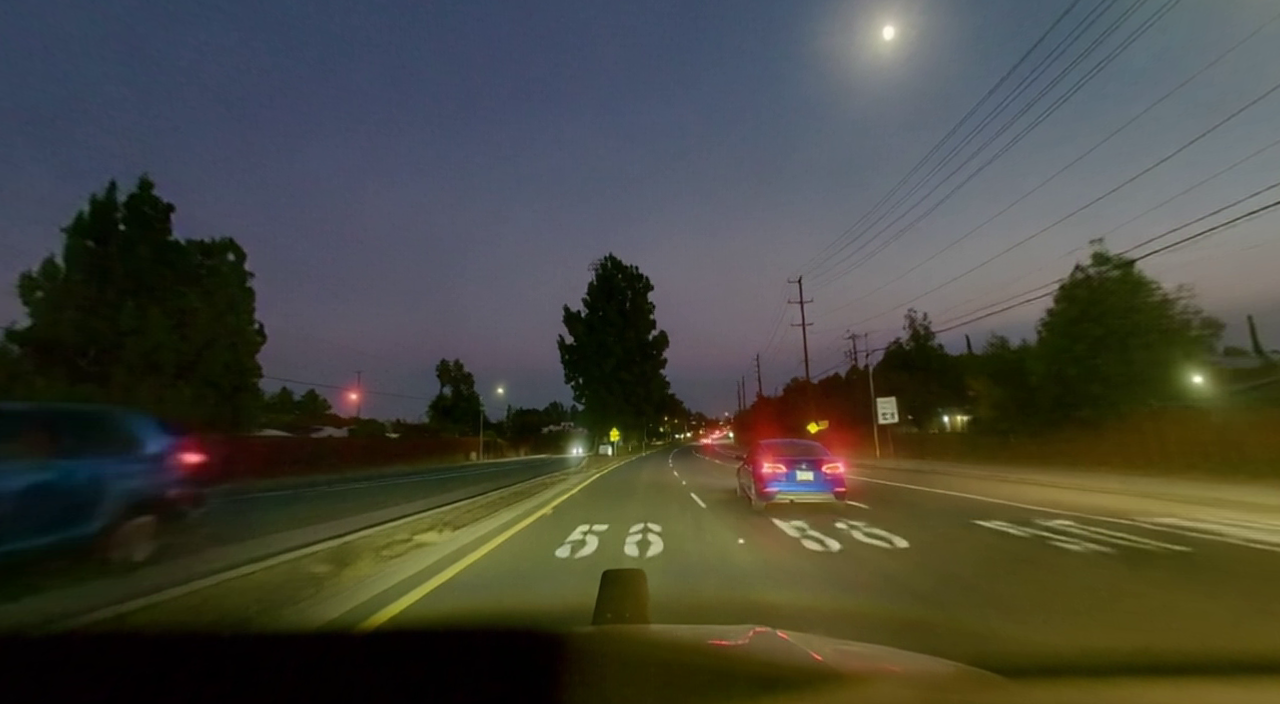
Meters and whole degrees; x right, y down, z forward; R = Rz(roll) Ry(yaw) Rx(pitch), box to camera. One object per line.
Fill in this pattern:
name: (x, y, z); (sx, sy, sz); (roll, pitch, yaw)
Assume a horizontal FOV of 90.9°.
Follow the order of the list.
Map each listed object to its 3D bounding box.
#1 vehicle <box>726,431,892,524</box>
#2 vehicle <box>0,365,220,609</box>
vehicle: (3.036, 2.350, 12.402); (2.063, 1.481, 4.247); (0, -8, 0)
vehicle: (-5.981, 1.091, 5.186); (1.983, 1.882, 4.281); (0, -8, 1)
